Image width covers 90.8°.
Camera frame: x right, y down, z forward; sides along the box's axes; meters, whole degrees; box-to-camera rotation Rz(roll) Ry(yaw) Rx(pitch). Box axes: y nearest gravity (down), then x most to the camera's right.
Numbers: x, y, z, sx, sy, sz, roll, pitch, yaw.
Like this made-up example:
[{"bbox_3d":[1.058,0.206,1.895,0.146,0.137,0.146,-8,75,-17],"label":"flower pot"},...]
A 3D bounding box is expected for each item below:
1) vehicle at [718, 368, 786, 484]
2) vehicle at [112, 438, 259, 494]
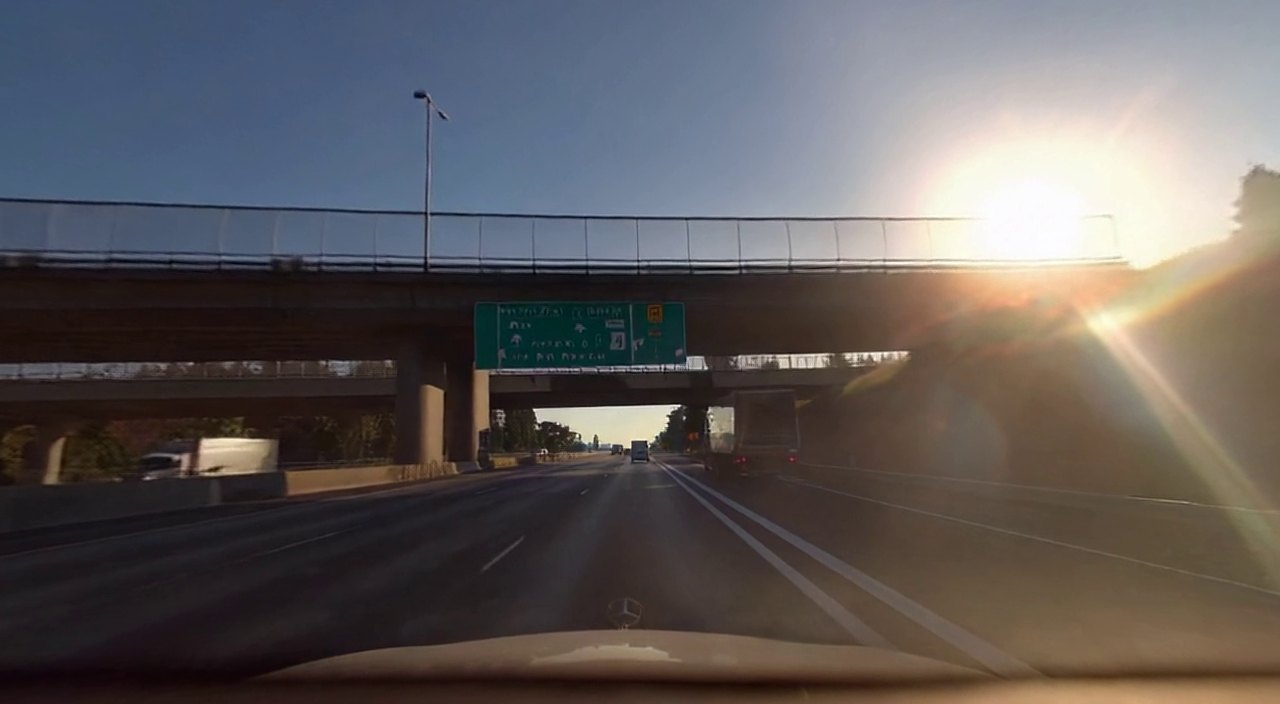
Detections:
[{"bbox_3d":[4.109,2.859,23.857,1.697,3.935,4.195,-2,-9,1],"label":"vehicle"},{"bbox_3d":[-22.754,5.700,32.133,2.341,2.516,6.817,0,-9,0],"label":"vehicle"}]
